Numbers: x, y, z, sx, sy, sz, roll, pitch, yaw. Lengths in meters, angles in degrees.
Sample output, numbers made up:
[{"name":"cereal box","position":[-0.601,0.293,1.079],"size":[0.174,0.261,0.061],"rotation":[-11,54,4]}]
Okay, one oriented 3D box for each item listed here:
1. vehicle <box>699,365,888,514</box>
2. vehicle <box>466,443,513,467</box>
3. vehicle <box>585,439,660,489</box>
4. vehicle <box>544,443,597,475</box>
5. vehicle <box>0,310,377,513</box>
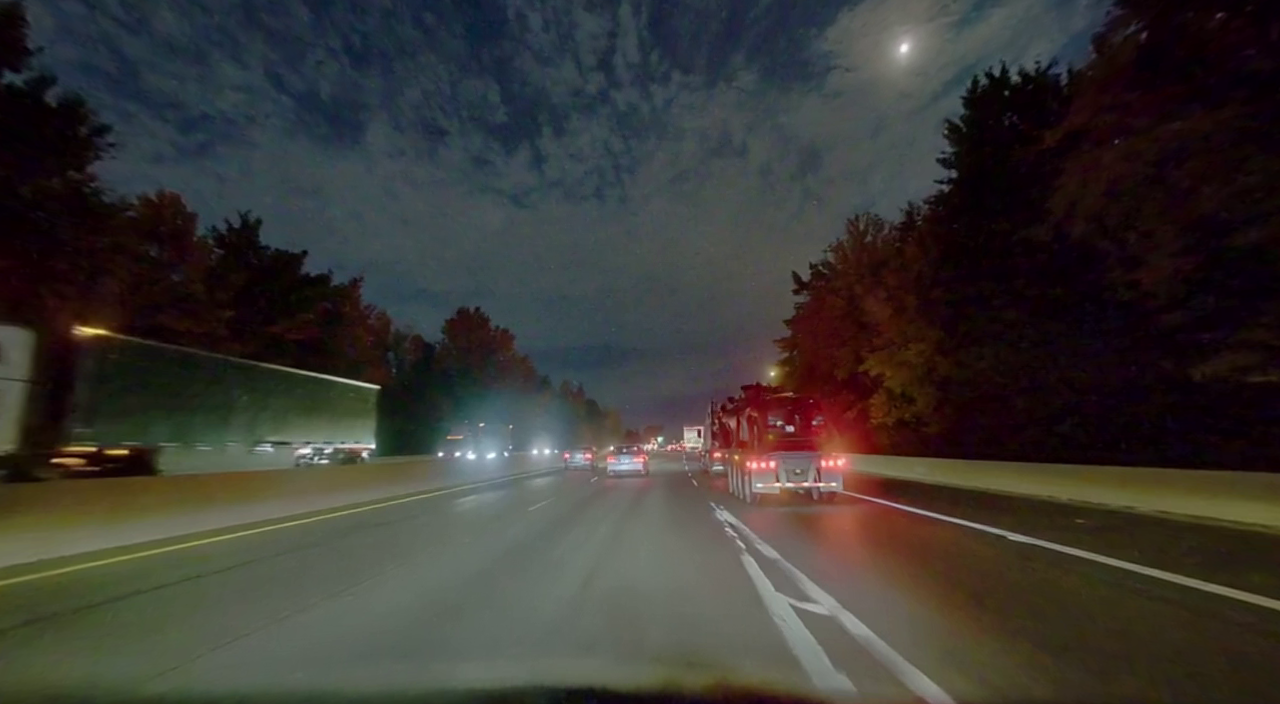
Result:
[{"name":"vehicle","position":[3.976,2.870,20.405],"size":[3.150,3.257,13.098],"rotation":[0,-8,1]},{"name":"vehicle","position":[-10.098,6.950,42.498],"size":[1.905,1.511,4.095],"rotation":[-1,-8,4]},{"name":"vehicle","position":[-0.468,3.677,21.031],"size":[2.152,1.484,4.211],"rotation":[-1,-8,3]},{"name":"vehicle","position":[-3.289,5.155,30.515],"size":[1.928,1.464,3.706],"rotation":[-1,-8,3]},{"name":"vehicle","position":[-14.978,2.508,22.157],"size":[3.330,4.410,17.004],"rotation":[-1,-8,3]}]
